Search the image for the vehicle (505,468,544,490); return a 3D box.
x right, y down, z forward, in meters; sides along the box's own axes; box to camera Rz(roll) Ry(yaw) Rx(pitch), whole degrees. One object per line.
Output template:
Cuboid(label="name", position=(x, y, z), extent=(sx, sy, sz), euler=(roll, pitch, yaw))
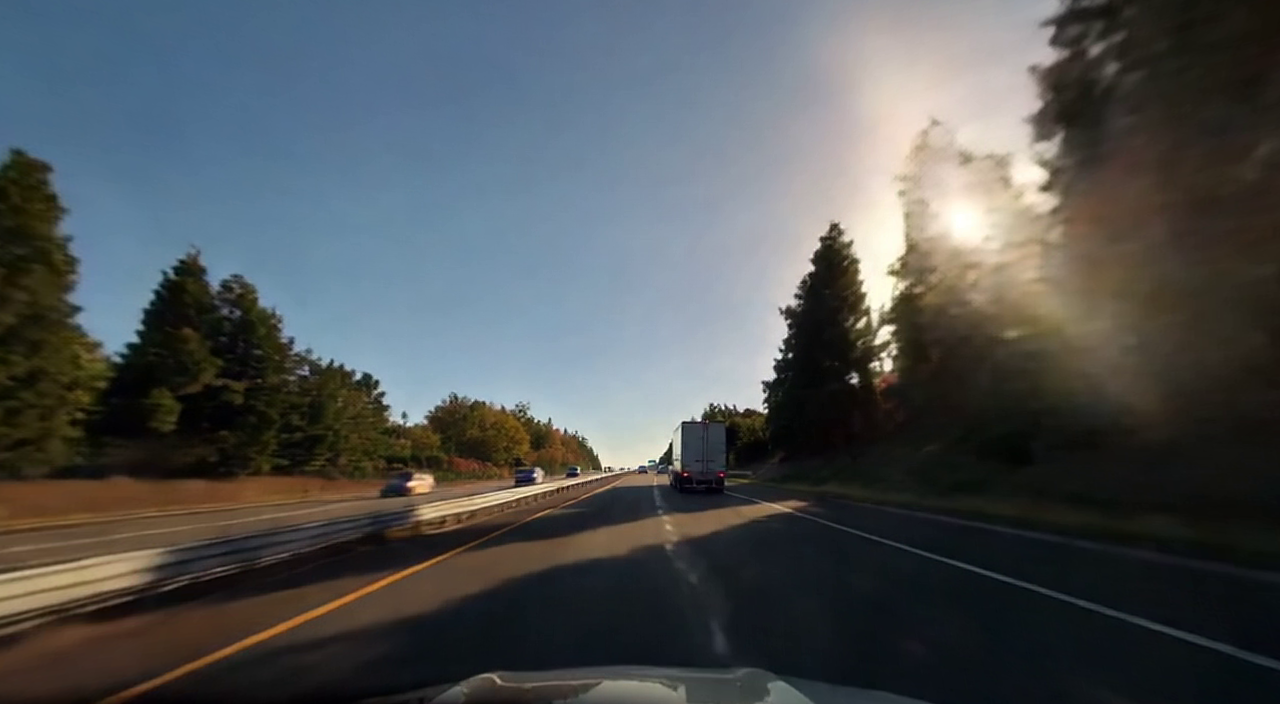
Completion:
Cuboid(label="vehicle", position=(-8.354, 9.205, 45.937), extent=(1.887, 1.462, 4.482), euler=(0, -11, 1))

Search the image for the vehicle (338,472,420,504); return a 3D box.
Cuboid(label="vehicle", position=(-12.241, 6.385, 29.888), extent=(1.926, 1.351, 4.457), euler=(0, -10, 0))

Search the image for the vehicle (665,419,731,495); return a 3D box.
Cuboid(label="vehicle", position=(3.443, 6.988, 41.347), extent=(3.204, 4.102, 13.306), euler=(0, -10, 1))
